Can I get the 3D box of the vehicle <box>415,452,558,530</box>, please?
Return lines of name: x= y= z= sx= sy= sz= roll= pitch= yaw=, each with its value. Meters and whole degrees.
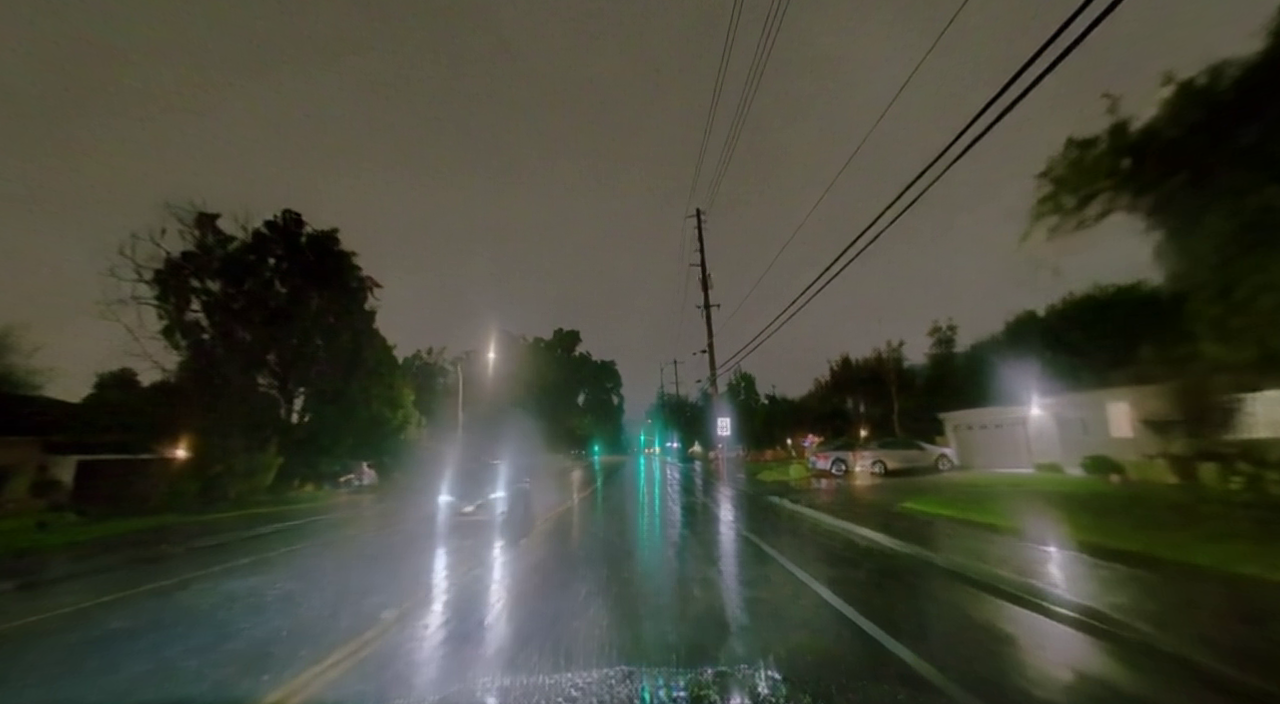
vehicle: x=-3.072 y=2.861 z=13.541 sx=1.968 sy=1.394 sz=3.890 roll=0 pitch=-9 yaw=2

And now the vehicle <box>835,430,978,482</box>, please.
vehicle: x=10.434 y=4.085 z=24.934 sx=4.626 sy=1.731 sz=2.007 roll=-3 pitch=-9 yaw=-1

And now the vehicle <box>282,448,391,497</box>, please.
vehicle: x=-13.044 y=5.196 z=27.521 sx=2.053 sy=1.906 sz=4.889 roll=0 pitch=-9 yaw=3
